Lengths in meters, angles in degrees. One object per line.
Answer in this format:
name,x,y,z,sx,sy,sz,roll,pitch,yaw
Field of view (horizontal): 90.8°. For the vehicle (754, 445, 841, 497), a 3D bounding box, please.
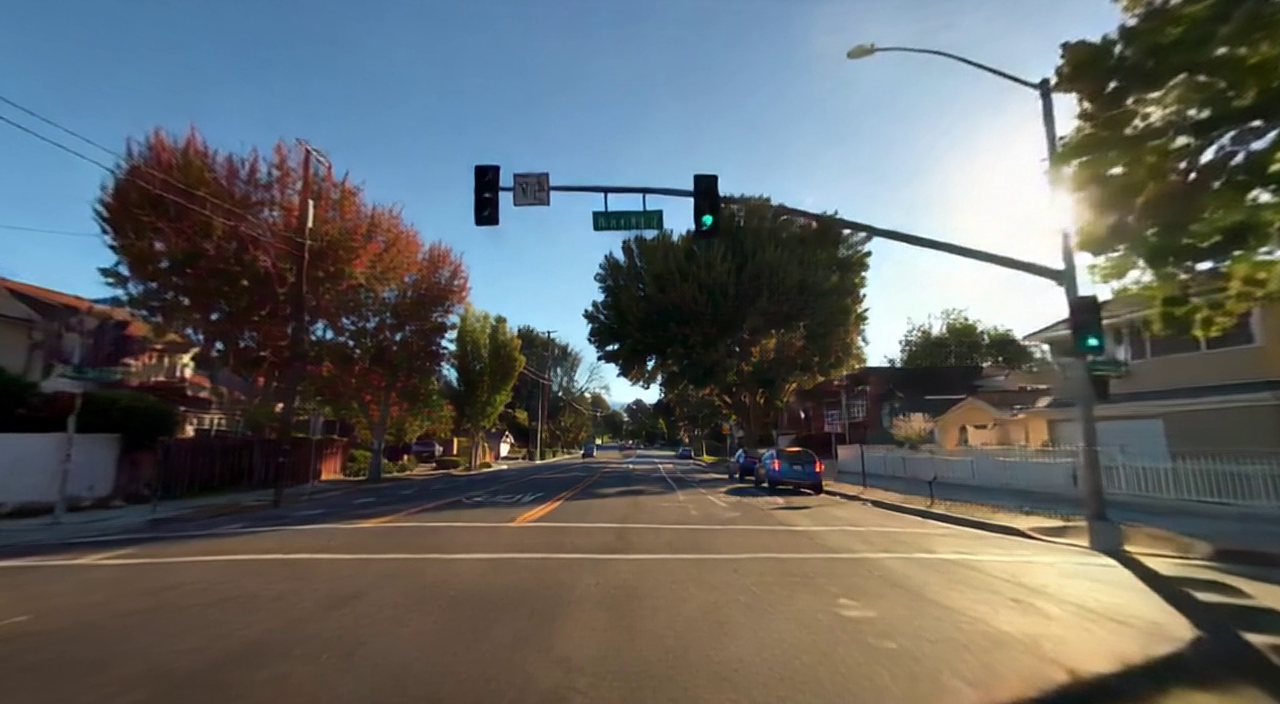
vehicle,5.358,4.076,22.101,1.891,1.611,4.269,0,-9,0
